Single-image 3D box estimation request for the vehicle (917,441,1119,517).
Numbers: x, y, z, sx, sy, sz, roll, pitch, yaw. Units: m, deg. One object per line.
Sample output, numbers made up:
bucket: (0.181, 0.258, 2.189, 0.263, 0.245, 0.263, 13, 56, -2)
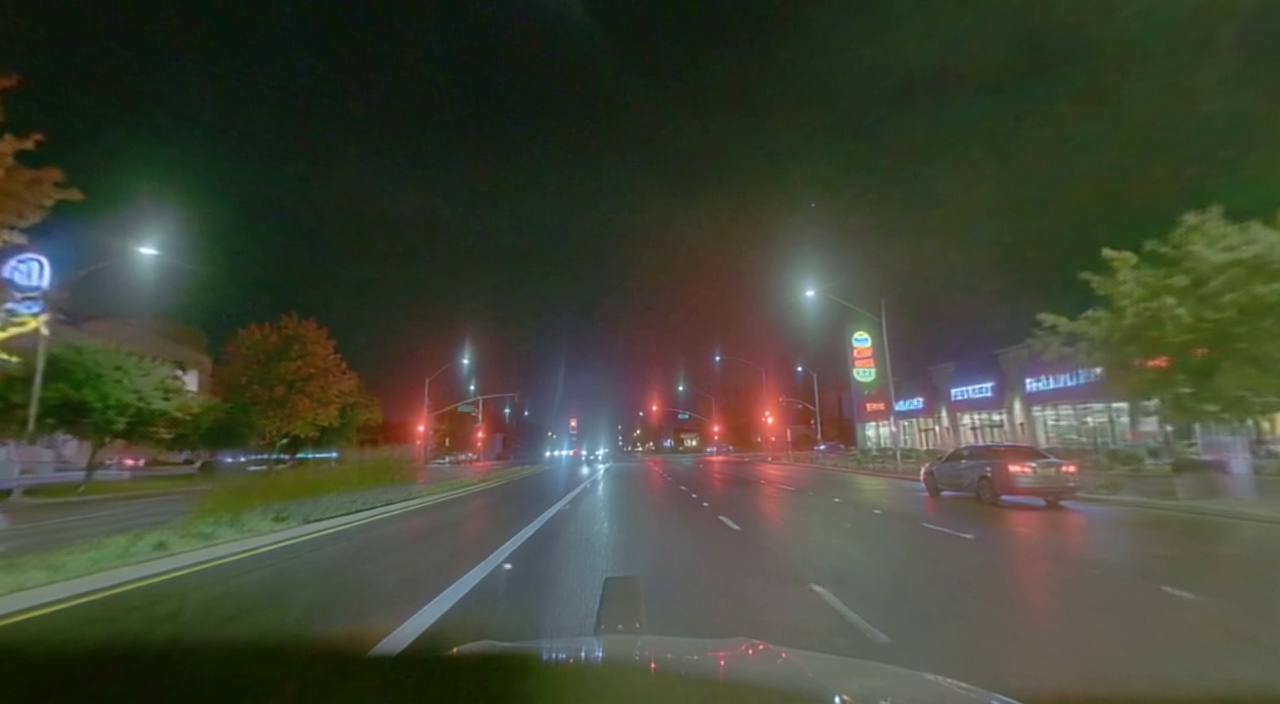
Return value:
vehicle: (8.340, 2.799, 14.516, 1.936, 1.460, 4.258, 0, -8, -1)
